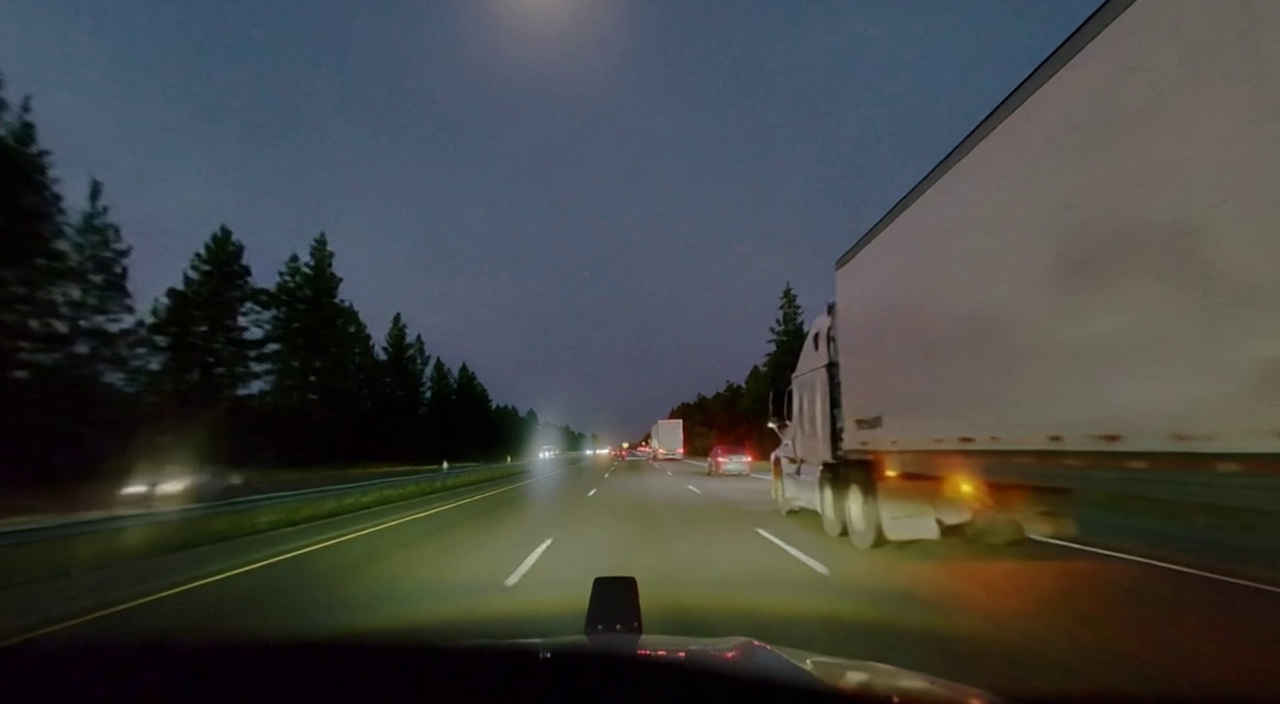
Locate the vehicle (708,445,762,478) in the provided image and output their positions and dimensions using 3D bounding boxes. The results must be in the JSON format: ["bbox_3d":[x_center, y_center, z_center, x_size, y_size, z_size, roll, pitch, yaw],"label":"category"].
[{"bbox_3d":[4.605,5.368,31.029,1.910,1.474,3.776,0,-9,-2],"label":"vehicle"}]

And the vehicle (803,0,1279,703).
[{"bbox_3d":[4.073,-0.358,2.338,2.973,4.007,14.076,0,-9,-1],"label":"vehicle"}]
